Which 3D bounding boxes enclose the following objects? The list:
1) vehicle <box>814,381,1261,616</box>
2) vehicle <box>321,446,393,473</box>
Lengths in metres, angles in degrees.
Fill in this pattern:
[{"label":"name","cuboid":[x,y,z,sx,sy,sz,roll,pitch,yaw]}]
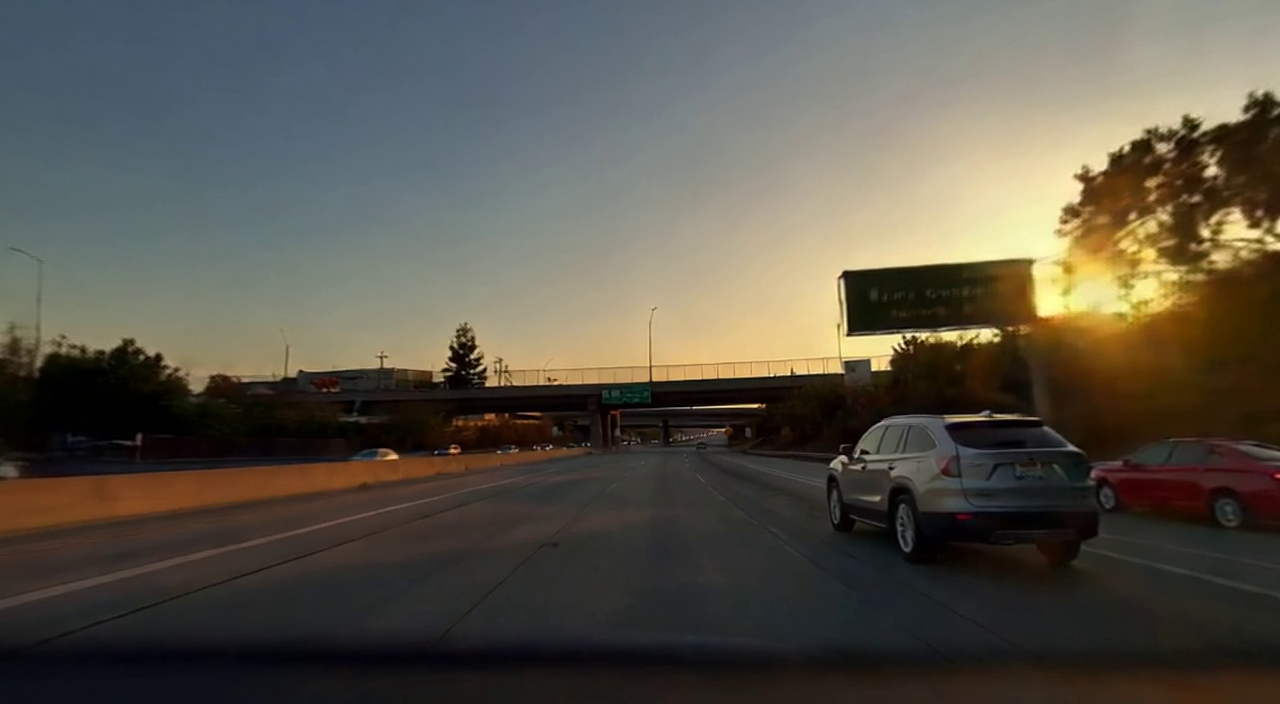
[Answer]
[{"label":"vehicle","cuboid":[3.580,1.424,7.028,2.019,1.732,4.579,0,-8,1]},{"label":"vehicle","cuboid":[-16.769,6.397,37.651,2.048,1.495,4.518,-1,-8,3]}]
